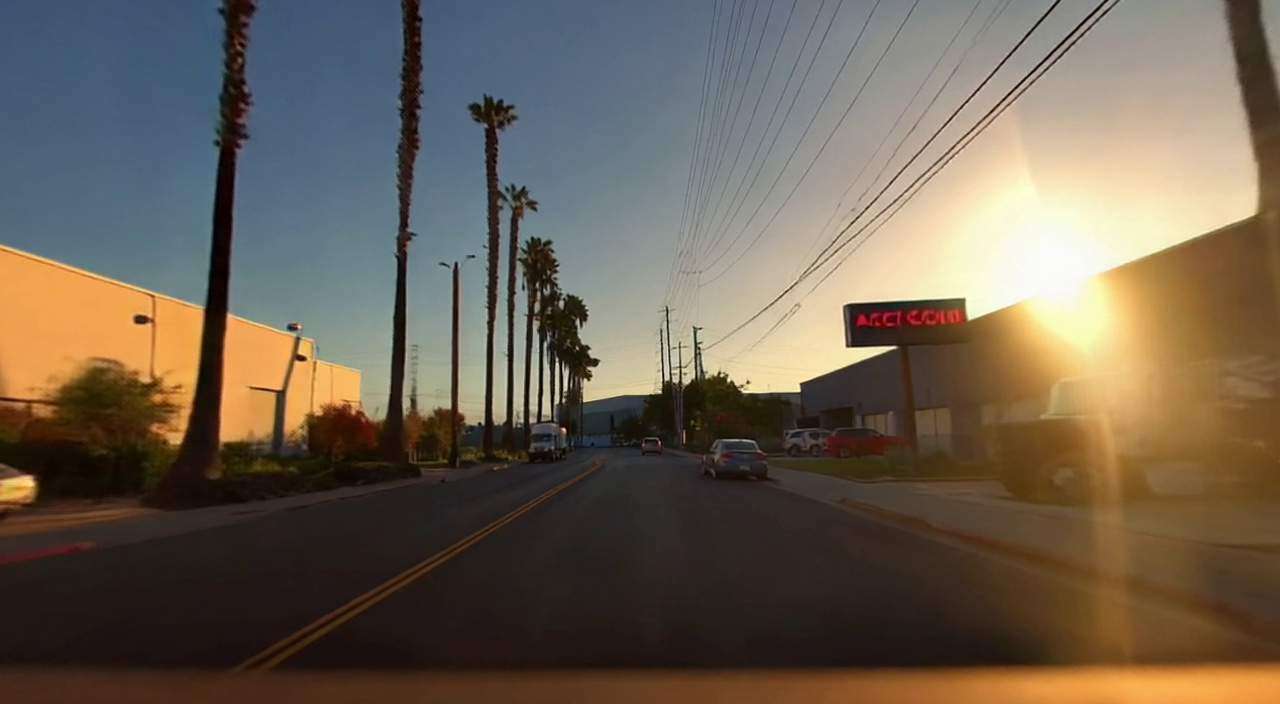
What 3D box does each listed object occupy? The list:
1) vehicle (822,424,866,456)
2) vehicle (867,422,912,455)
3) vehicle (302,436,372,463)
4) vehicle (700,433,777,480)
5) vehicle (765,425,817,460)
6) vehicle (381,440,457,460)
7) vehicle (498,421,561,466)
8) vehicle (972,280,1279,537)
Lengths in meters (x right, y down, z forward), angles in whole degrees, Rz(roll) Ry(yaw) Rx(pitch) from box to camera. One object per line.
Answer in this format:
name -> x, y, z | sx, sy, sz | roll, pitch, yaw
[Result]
vehicle -> 12.690, 5.479, 39.157 | 2.159, 1.840, 4.404 | -4, -9, 23
vehicle -> 15.286, 5.351, 38.803 | 2.311, 1.876, 4.987 | -3, -9, 20
vehicle -> -20.412, 6.592, 42.908 | 2.152, 1.746, 5.461 | 0, -8, -1
vehicle -> 3.639, 3.967, 24.238 | 2.111, 1.611, 4.576 | 0, -8, -1
vehicle -> 9.374, 5.550, 38.805 | 2.325, 1.877, 5.987 | -6, -9, 19
vehicle -> -16.576, 7.349, 47.533 | 4.890, 1.483, 2.055 | 0, -8, 3
vehicle -> -7.559, 6.383, 44.137 | 2.845, 2.738, 7.208 | -3, -8, 1
vehicle -> 8.873, 1.000, 9.692 | 2.958, 2.947, 8.284 | 0, -8, -1
